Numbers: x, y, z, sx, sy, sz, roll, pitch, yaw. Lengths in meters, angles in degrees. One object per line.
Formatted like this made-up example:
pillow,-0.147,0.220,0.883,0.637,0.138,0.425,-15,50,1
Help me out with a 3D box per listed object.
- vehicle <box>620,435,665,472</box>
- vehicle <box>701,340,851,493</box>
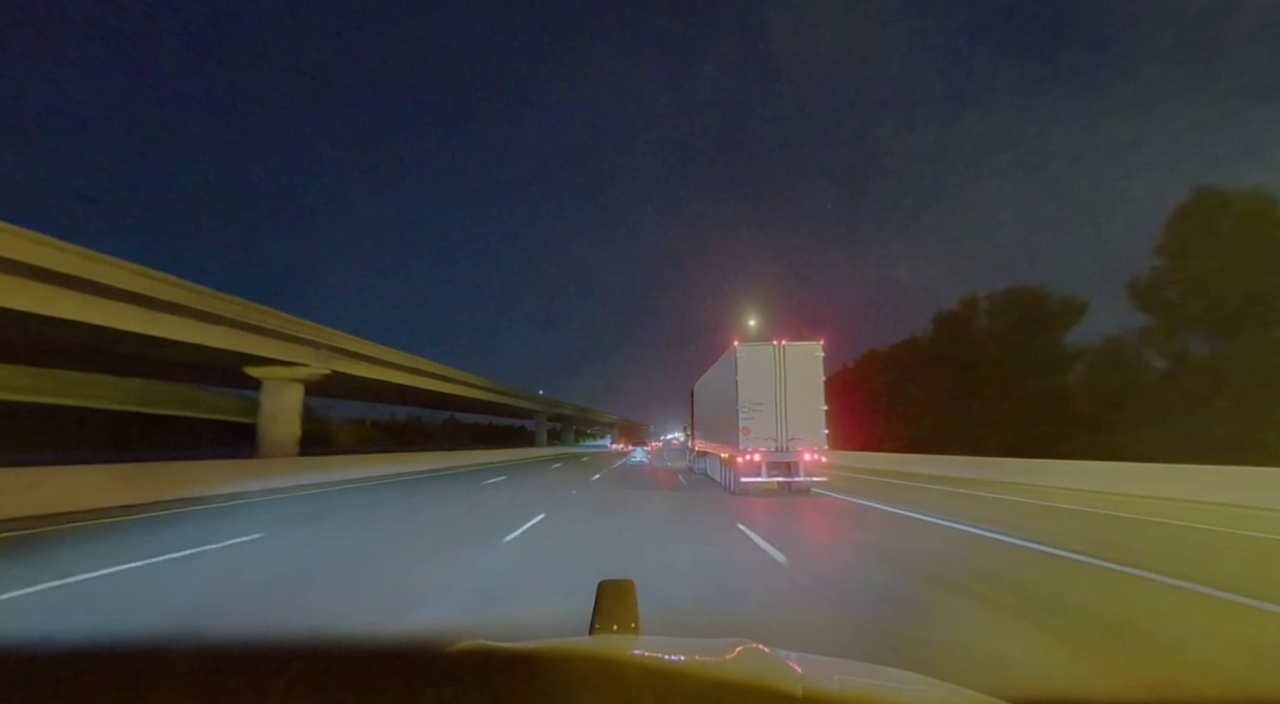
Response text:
vehicle,0.146,5.091,31.805,2.077,1.716,4.514,0,-9,1
vehicle,4.061,2.433,21.843,2.964,4.063,10.072,0,-9,0
